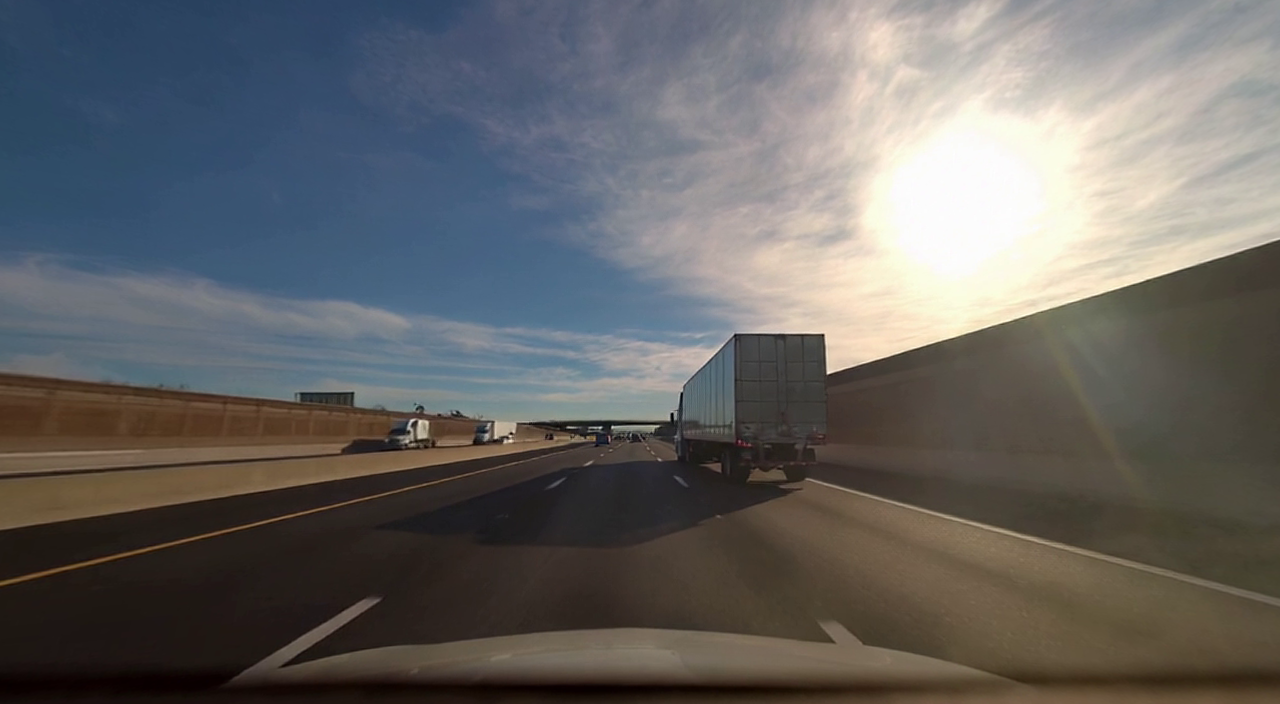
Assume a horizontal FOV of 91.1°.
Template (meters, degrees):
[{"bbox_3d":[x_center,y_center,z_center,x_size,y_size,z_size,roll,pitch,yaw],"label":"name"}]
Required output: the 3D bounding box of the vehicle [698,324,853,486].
[{"bbox_3d":[3.716,1.853,19.802,2.859,3.981,8.596,0,-8,0],"label":"vehicle"}]
